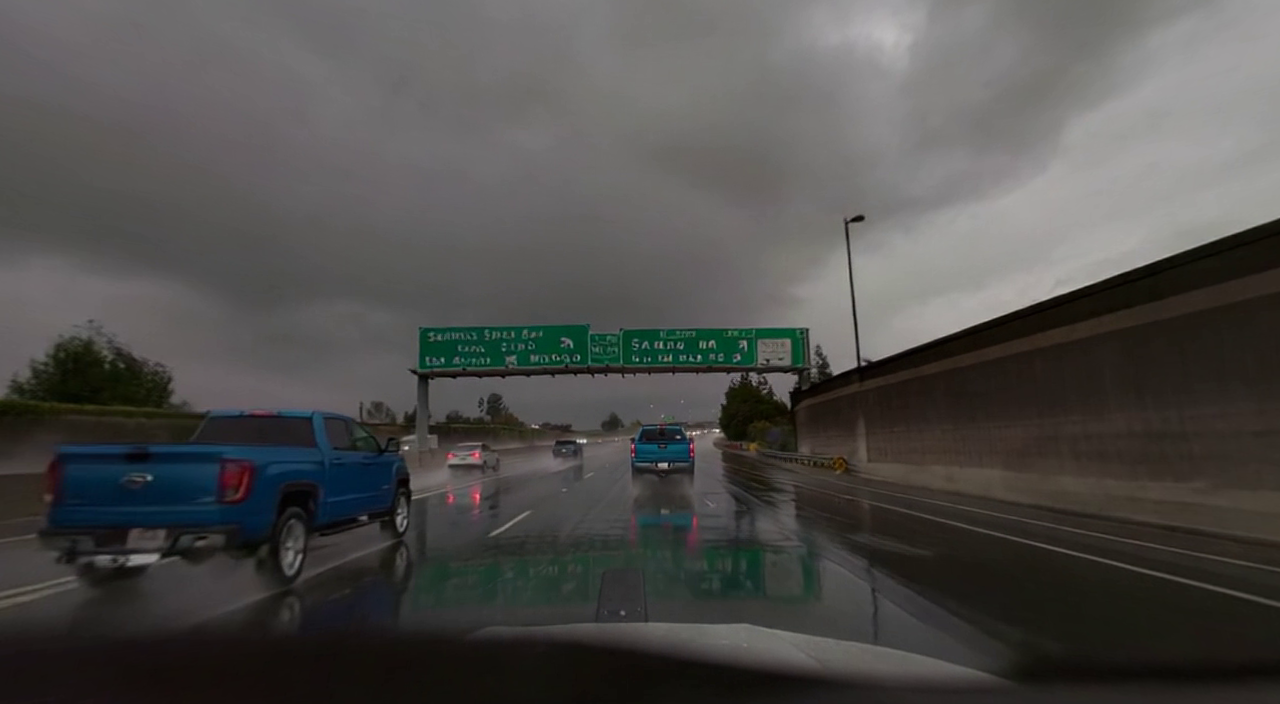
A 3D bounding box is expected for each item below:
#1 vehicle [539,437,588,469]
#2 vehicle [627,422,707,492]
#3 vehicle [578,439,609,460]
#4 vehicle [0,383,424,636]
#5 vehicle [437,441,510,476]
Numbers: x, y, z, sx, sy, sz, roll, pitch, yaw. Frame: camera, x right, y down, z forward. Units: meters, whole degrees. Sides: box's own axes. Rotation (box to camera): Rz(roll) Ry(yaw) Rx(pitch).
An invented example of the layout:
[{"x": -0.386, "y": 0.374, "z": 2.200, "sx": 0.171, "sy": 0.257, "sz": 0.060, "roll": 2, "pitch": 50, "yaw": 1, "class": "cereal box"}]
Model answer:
[{"x": -4.064, "y": 5.475, "z": 34.220, "sx": 1.961, "sy": 1.591, "sz": 4.756, "roll": -1, "pitch": -8, "yaw": 2, "class": "vehicle"}, {"x": 0.667, "y": 3.090, "z": 18.792, "sx": 2.083, "sy": 1.792, "sz": 4.782, "roll": 0, "pitch": -8, "yaw": -1, "class": "vehicle"}, {"x": -3.602, "y": 7.709, "z": 49.946, "sx": 2.061, "sy": 1.584, "sz": 4.290, "roll": 0, "pitch": -8, "yaw": 1, "class": "vehicle"}, {"x": -4.357, "y": 1.503, "z": 7.148, "sx": 1.954, "sy": 1.792, "sz": 5.187, "roll": 0, "pitch": -8, "yaw": 0, "class": "vehicle"}, {"x": -7.642, "y": 4.921, "z": 29.480, "sx": 2.081, "sy": 1.463, "sz": 4.749, "roll": 0, "pitch": -8, "yaw": 1, "class": "vehicle"}]
